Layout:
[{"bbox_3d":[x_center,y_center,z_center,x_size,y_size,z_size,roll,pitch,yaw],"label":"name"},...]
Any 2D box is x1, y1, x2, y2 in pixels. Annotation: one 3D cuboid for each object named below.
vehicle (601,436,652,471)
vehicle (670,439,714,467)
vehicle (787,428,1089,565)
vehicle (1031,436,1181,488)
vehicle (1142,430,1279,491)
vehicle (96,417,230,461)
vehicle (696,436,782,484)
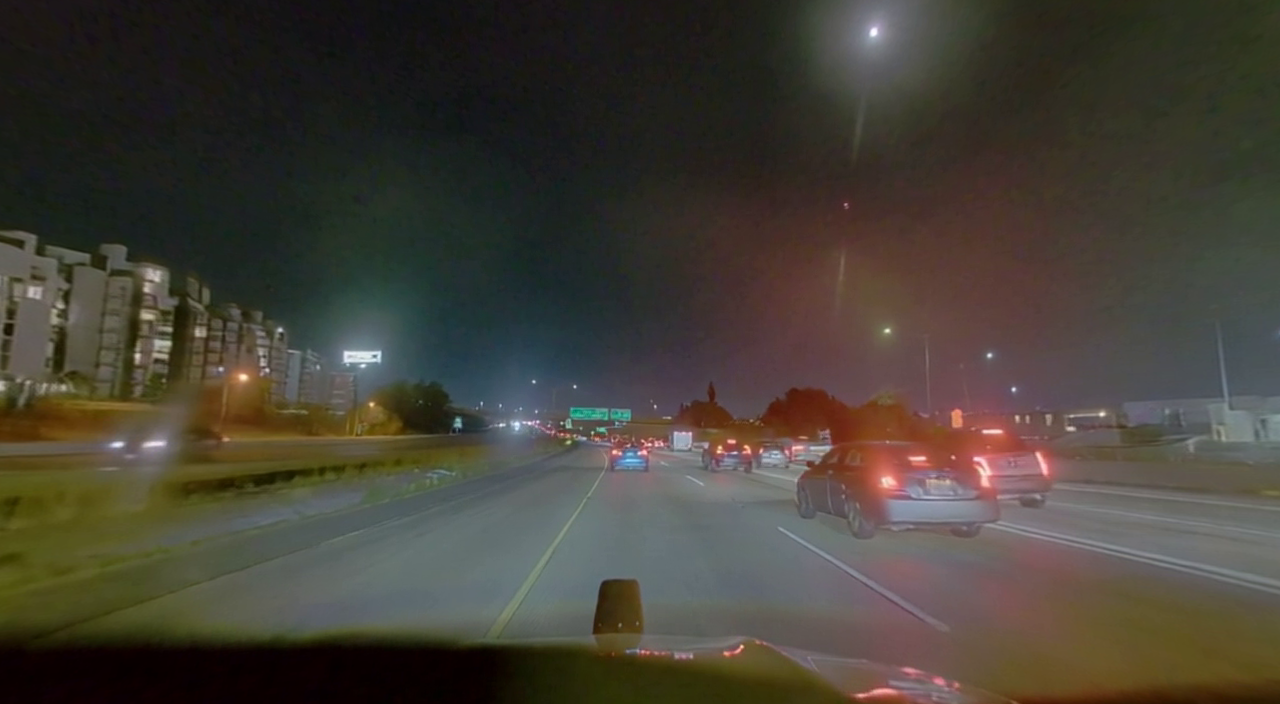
[{"bbox_3d":[-0.734,4.806,30.062,2.266,1.549,3.978,0,-8,-3],"label":"vehicle"},{"bbox_3d":[2.920,5.821,36.689,1.905,1.491,4.468,0,-8,-4],"label":"vehicle"},{"bbox_3d":[3.820,1.927,9.364,1.923,1.462,4.895,0,-8,-2],"label":"vehicle"},{"bbox_3d":[14.323,3.385,19.706,1.825,1.458,3.612,0,-8,-2],"label":"vehicle"},{"bbox_3d":[17.873,3.177,18.858,2.026,1.609,4.419,0,-8,-2],"label":"vehicle"},{"bbox_3d":[-19.303,3.579,25.862,1.965,1.627,4.533,0,-8,-1],"label":"vehicle"},{"bbox_3d":[3.337,3.745,22.272,2.057,1.517,4.538,0,-8,-3],"label":"vehicle"}]
